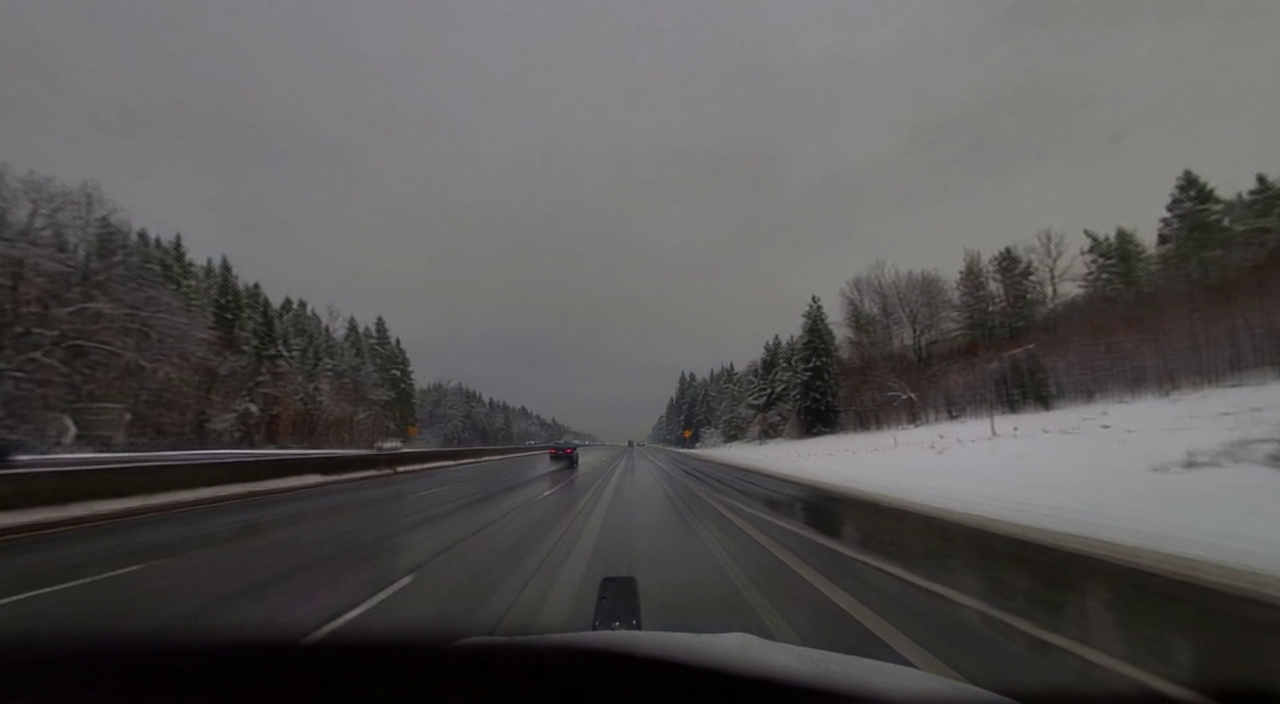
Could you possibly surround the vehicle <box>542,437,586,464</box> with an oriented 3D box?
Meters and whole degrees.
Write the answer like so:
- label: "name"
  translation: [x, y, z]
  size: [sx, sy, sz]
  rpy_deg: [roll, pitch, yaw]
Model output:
- label: "vehicle"
  translation: [-4.442, 5.839, 37.383]
  size: [2.004, 1.497, 4.260]
  rpy_deg: [0, -8, 1]
